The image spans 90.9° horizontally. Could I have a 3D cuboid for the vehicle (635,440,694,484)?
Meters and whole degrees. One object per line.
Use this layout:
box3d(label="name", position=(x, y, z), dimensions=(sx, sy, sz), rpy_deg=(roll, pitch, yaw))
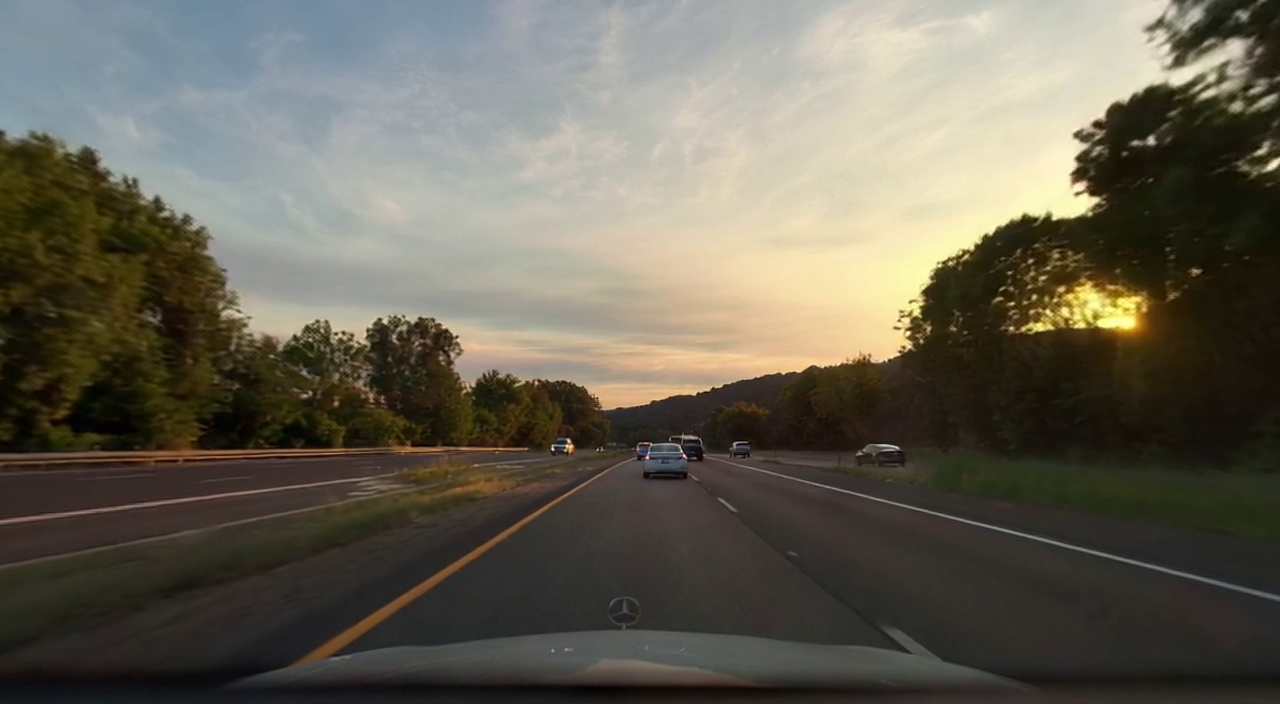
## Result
box3d(label="vehicle", position=(0.847, 4.117, 23.857), dimensions=(2.053, 1.483, 4.185), rpy_deg=(0, -9, 0))

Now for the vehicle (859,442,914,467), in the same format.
box3d(label="vehicle", position=(15.816, 6.604, 40.616), dimensions=(1.926, 1.483, 3.528), rpy_deg=(0, -9, -4))
